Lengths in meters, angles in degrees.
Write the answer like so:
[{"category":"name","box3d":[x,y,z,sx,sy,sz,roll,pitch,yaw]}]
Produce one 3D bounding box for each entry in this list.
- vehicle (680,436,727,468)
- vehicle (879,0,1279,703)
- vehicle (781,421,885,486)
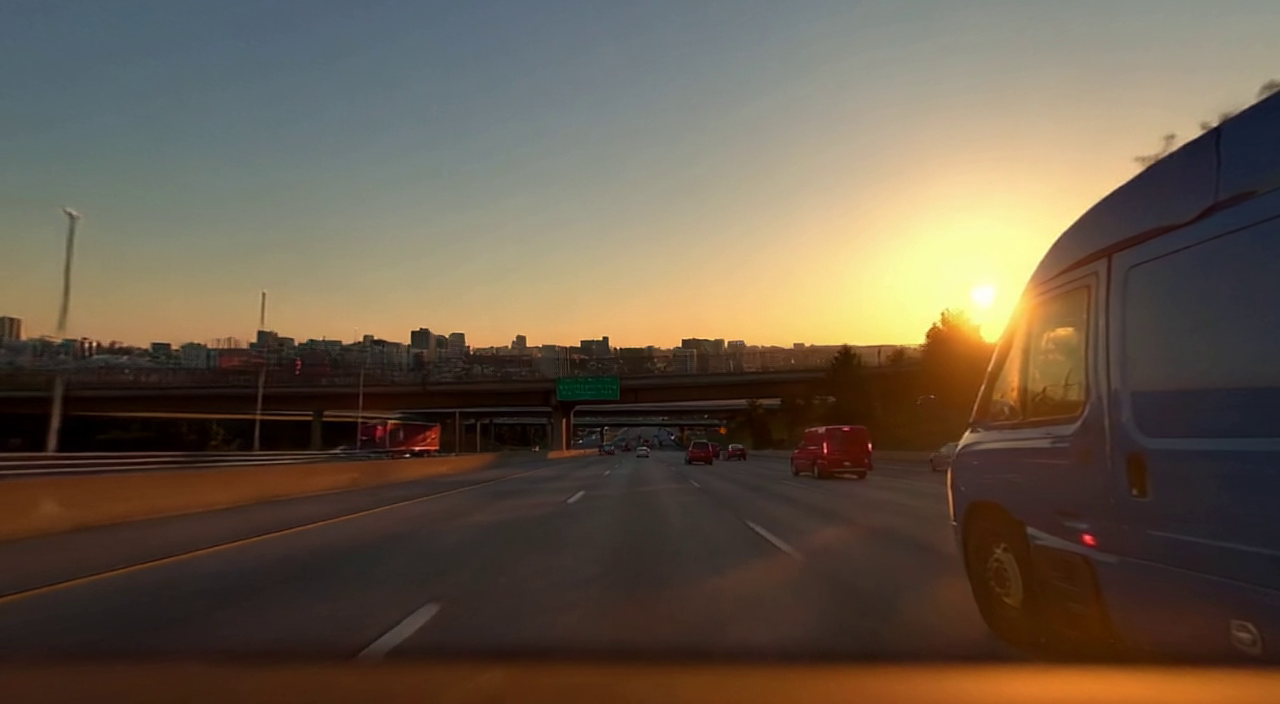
[{"category":"vehicle","box3d":[4.119,6.636,41.960,2.464,1.961,5.520,0,-8,-1]},{"category":"vehicle","box3d":[3.165,0.195,1.498,2.436,2.745,7.034,0,-8,0]},{"category":"vehicle","box3d":[7.245,3.868,24.420,2.301,2.203,5.419,0,-8,0]}]
